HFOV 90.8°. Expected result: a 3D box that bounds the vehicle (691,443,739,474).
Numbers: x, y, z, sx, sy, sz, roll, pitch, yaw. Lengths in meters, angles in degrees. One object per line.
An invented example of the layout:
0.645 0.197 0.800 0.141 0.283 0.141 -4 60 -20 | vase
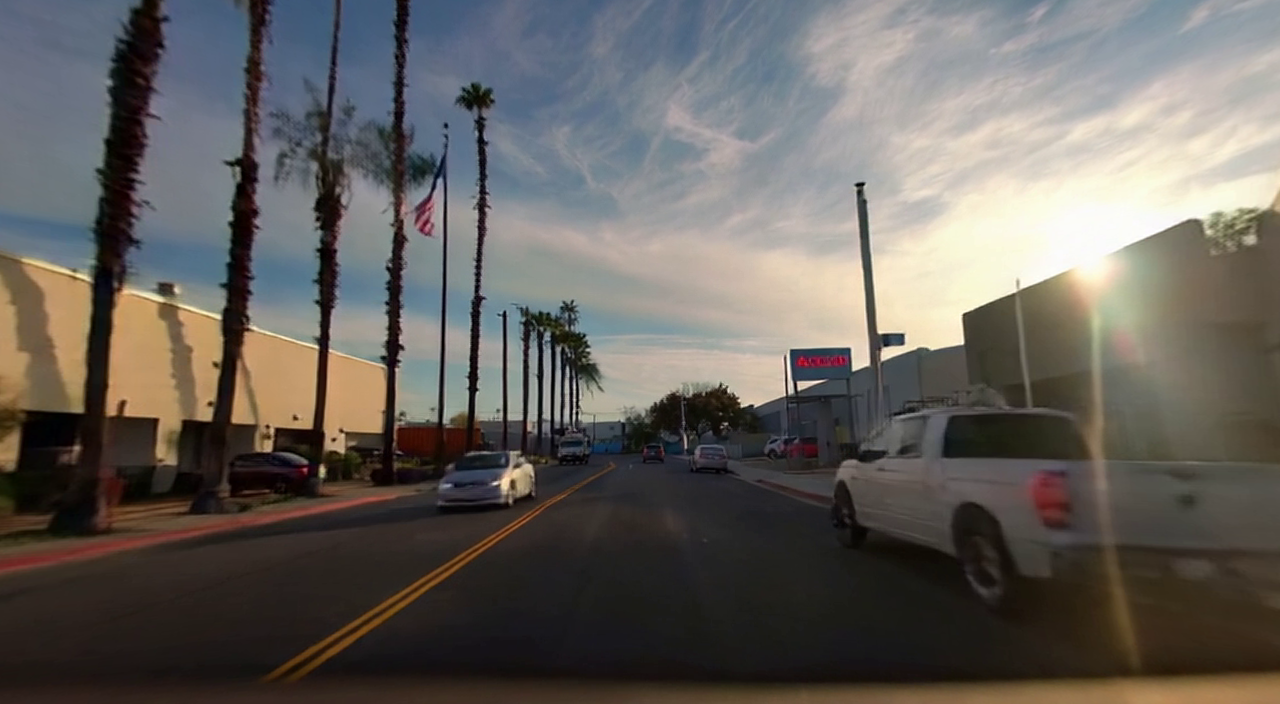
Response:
4.131 5.951 35.438 2.111 1.611 4.576 0 -9 -1 | vehicle

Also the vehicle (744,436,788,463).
10.058 7.664 49.888 2.325 1.877 5.987 -6 -10 20 | vehicle

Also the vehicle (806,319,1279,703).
3.624 1.265 5.970 2.345 1.969 6.070 0 -9 -1 | vehicle

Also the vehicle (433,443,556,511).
-3.553 3.143 16.400 2.033 1.492 4.477 0 -9 1 | vehicle

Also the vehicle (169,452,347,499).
-13.894 4.504 23.242 5.187 1.563 2.095 0 -9 0 | vehicle
